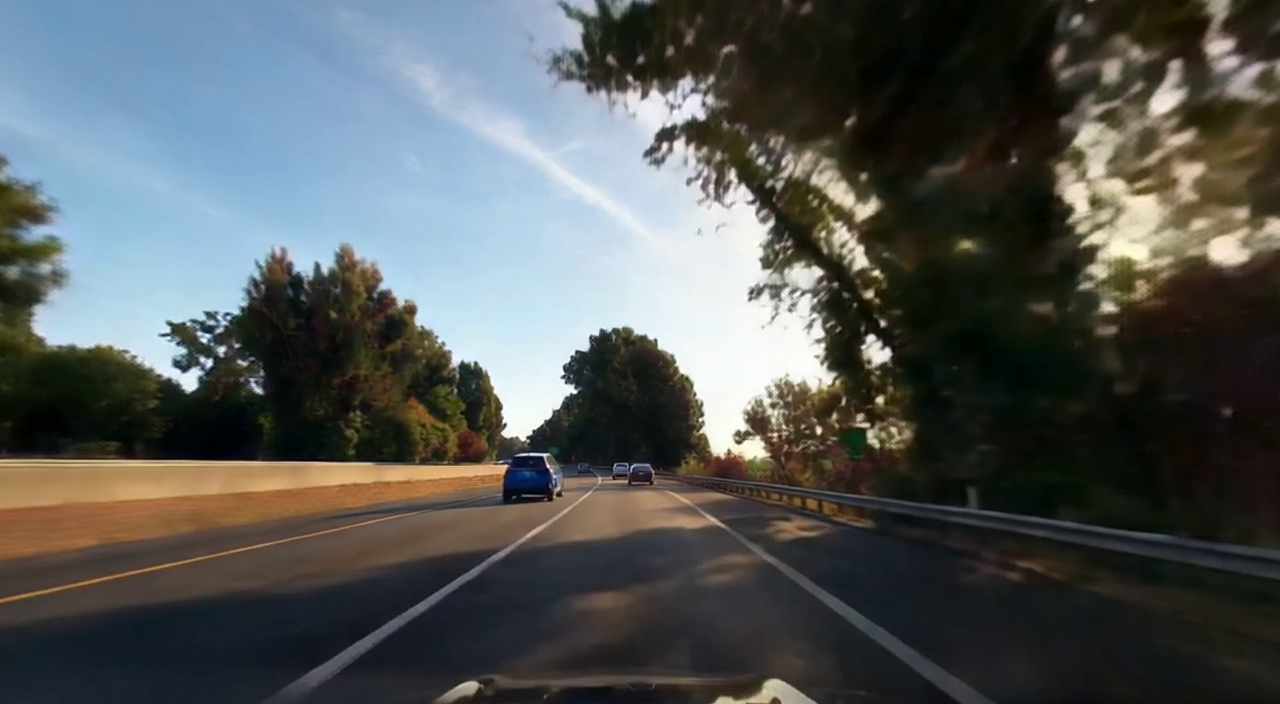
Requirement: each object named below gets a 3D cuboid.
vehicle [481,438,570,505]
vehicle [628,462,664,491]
[{"bbox_3d":[-3.938,4.286,22.708,2.237,2.113,4.815,0,-10,0],"label":"vehicle"},{"bbox_3d":[0.313,7.143,36.352,1.905,1.559,3.491,1,-10,-2],"label":"vehicle"}]
